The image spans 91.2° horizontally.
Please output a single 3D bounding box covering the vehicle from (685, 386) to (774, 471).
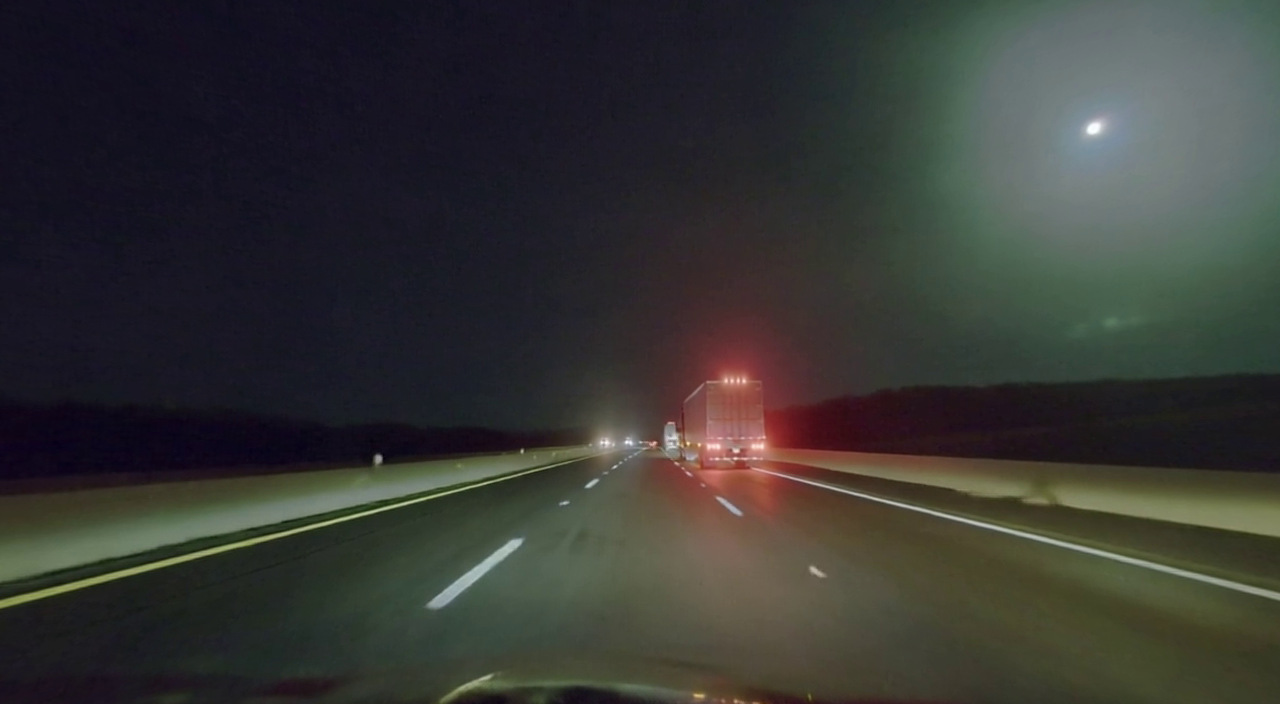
[{"bbox_3d":[4.699,4.672,36.734,3.485,3.975,14.489,0,-8,1],"label":"vehicle"}]
